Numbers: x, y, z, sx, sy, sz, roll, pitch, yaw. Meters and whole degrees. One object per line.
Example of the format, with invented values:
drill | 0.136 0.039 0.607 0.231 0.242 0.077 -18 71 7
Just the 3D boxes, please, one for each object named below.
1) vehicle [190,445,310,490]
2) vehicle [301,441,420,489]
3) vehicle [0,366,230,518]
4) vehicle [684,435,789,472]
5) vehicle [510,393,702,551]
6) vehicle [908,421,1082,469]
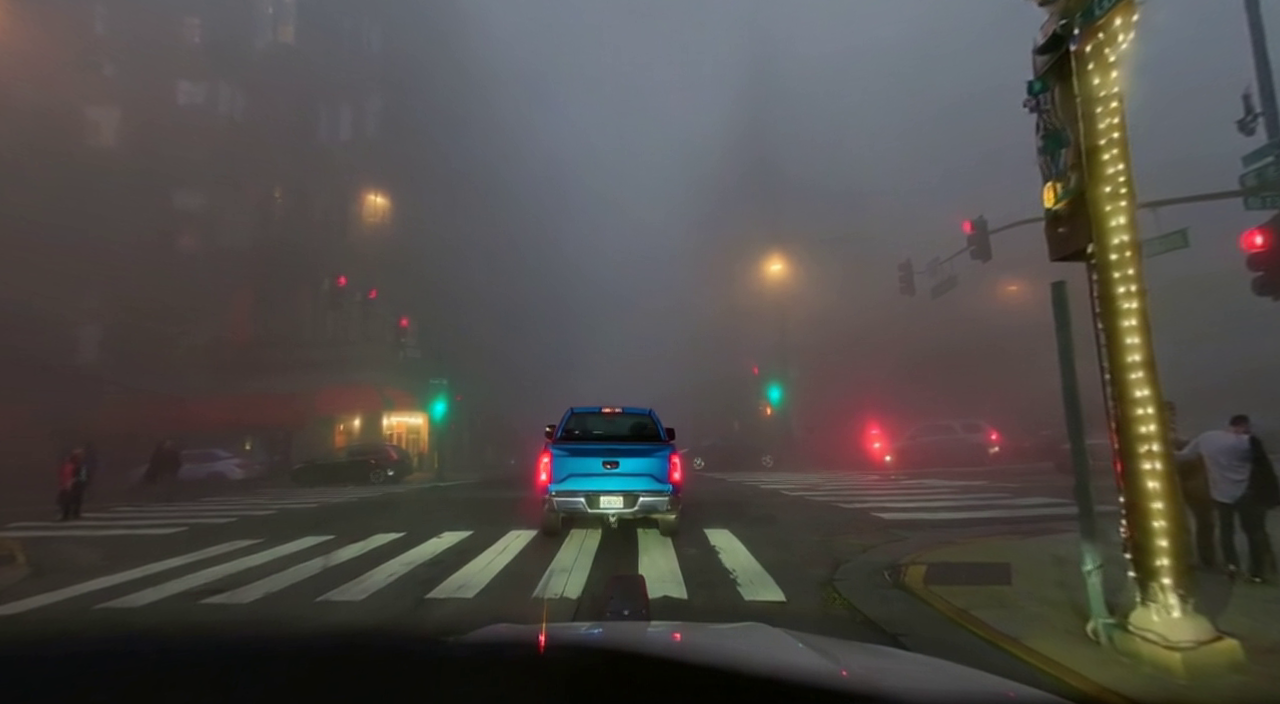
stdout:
vehicle | -18.610 5.492 30.232 4.398 2.057 1.959 0 -8 -1
vehicle | -13.265 5.355 30.128 4.799 1.909 2.011 -3 -7 2
vehicle | -21.943 3.019 21.212 13.729 4.662 3.300 0 -8 0
vehicle | 4.304 4.607 28.639 4.515 1.583 1.920 -1 -8 3
vehicle | -0.674 1.960 11.043 2.477 2.020 5.534 1 -8 -5
vehicle | 11.620 3.078 20.842 4.600 1.506 1.878 0 -8 -1
